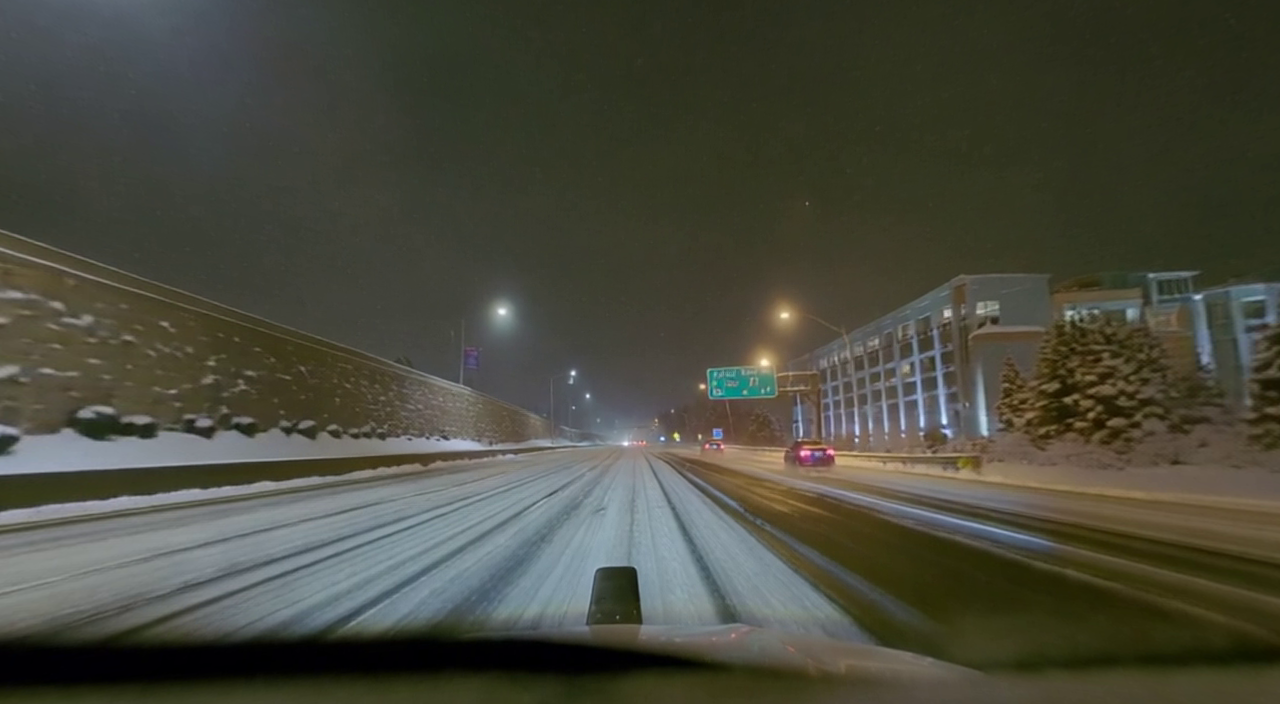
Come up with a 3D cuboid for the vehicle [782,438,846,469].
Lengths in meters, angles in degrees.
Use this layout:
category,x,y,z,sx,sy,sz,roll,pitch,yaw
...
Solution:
category,x,y,z,sx,sy,sz,roll,pitch,yaw
vehicle,10.162,5.968,37.389,2.165,1.636,5.175,1,-8,-2
